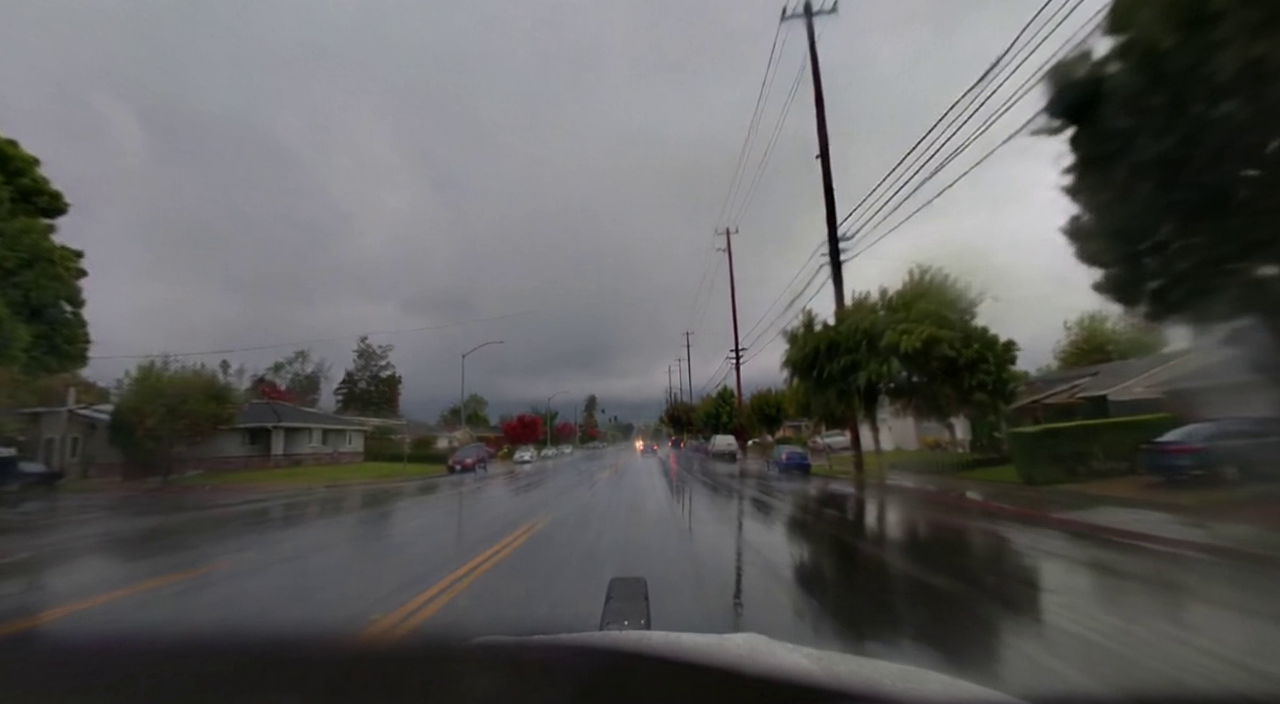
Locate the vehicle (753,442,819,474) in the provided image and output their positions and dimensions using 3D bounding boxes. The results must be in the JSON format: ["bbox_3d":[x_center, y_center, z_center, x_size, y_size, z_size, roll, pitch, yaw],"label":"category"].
[{"bbox_3d":[7.006,5.148,30.846,2.070,1.428,4.636,0,-8,-1],"label":"vehicle"}]

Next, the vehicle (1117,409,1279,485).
[{"bbox_3d":[14.371,2.245,14.939,4.479,1.671,1.913,0,-8,1],"label":"vehicle"}]

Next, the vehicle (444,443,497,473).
[{"bbox_3d":[-10.118,6.362,38.042,1.965,1.675,4.577,0,-8,0],"label":"vehicle"}]

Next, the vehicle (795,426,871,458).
[{"bbox_3d":[13.334,6.241,43.800,4.496,1.773,1.972,-5,-7,0],"label":"vehicle"}]
